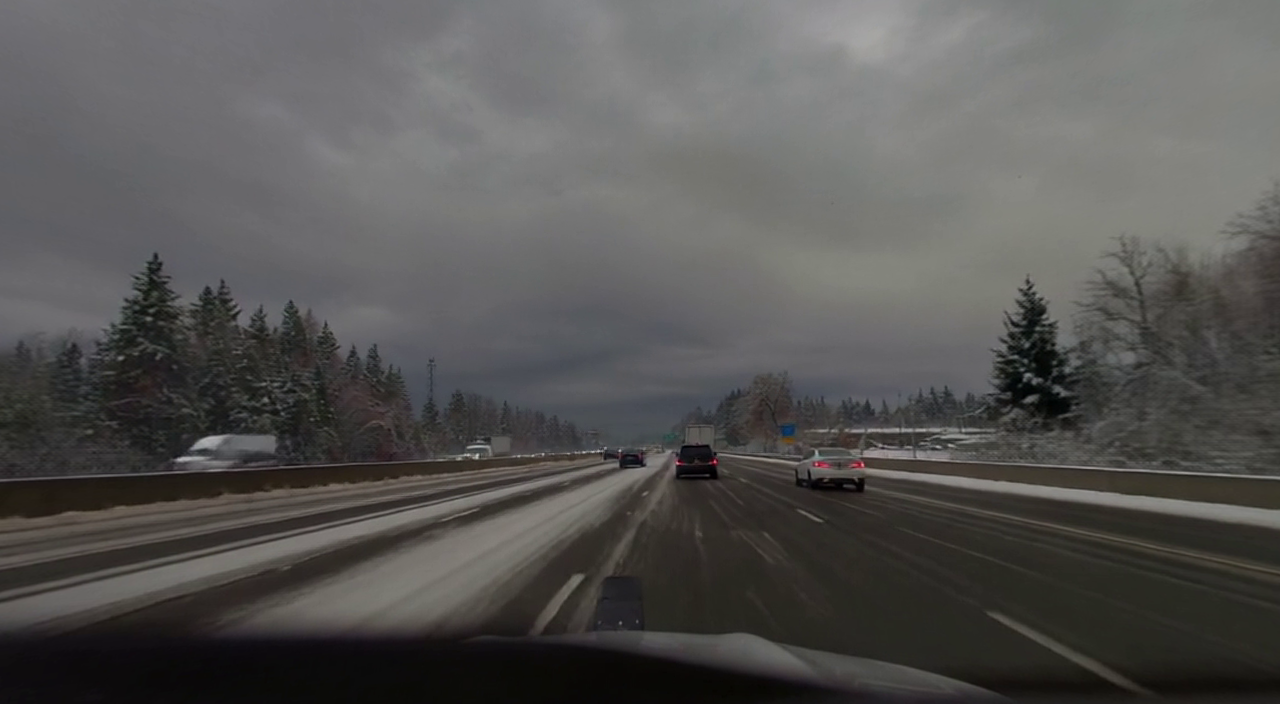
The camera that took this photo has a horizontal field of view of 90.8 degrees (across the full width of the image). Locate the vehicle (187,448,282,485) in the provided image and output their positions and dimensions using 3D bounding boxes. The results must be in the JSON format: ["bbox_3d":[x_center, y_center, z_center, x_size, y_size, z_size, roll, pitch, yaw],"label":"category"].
[{"bbox_3d":[-16.147,4.549,25.335,1.503,1.364,3.224,-1,-9,4],"label":"vehicle"}]

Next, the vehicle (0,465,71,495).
[{"bbox_3d":[-31.498,6.537,32.441,1.427,1.302,3.196,-1,-9,4],"label":"vehicle"}]

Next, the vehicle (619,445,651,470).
[{"bbox_3d":[-0.318,7.554,45.653,1.988,1.696,4.754,-1,-9,4],"label":"vehicle"}]

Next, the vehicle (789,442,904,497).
[{"bbox_3d":[6.202,3.561,19.655,2.146,1.482,4.665,0,-9,2],"label":"vehicle"}]

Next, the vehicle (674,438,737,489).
[{"bbox_3d":[2.363,4.137,23.799,2.103,1.717,4.399,0,-9,3],"label":"vehicle"}]

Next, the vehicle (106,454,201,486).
[{"bbox_3d":[-23.142,5.607,30.211,1.637,1.402,3.406,-1,-9,4],"label":"vehicle"}]
